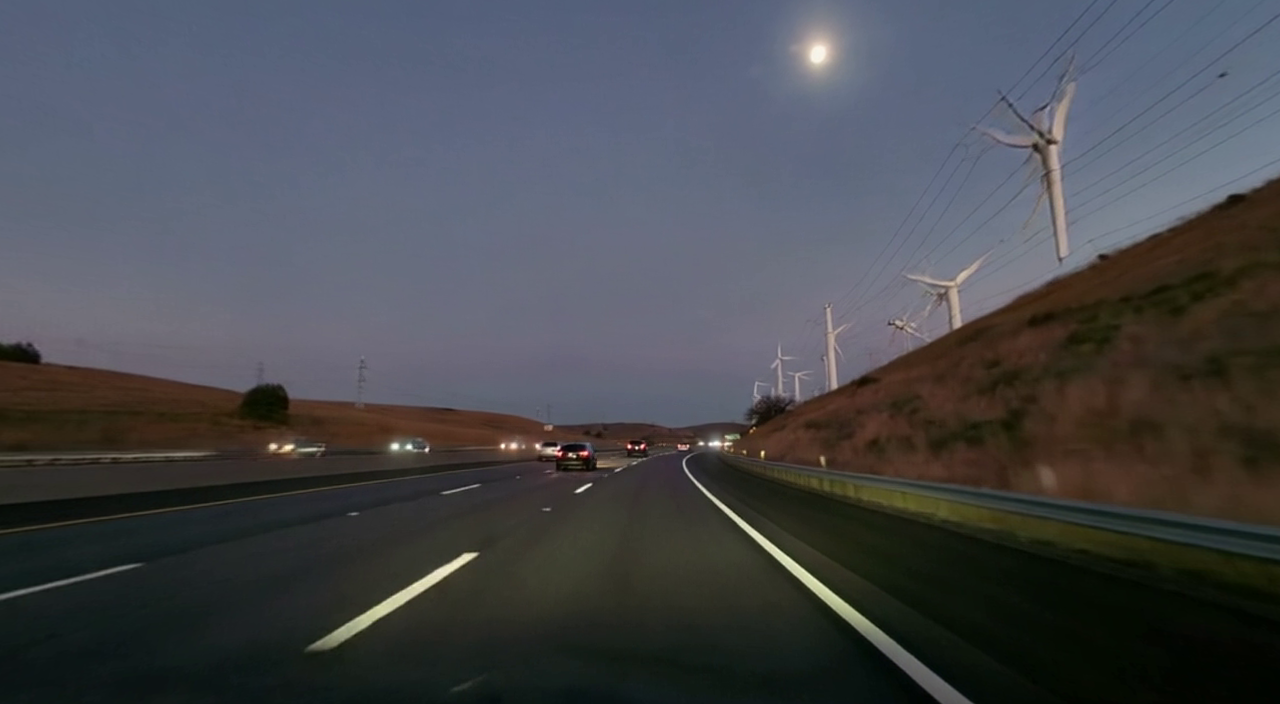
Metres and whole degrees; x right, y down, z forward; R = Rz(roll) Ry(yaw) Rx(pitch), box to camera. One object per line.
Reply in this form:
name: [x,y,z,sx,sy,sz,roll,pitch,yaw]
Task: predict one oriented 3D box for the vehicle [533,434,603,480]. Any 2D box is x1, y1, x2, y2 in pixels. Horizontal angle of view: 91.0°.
vehicle: [-2.814,4.275,25.801,2.118,1.702,4.355,0,-9,3]
